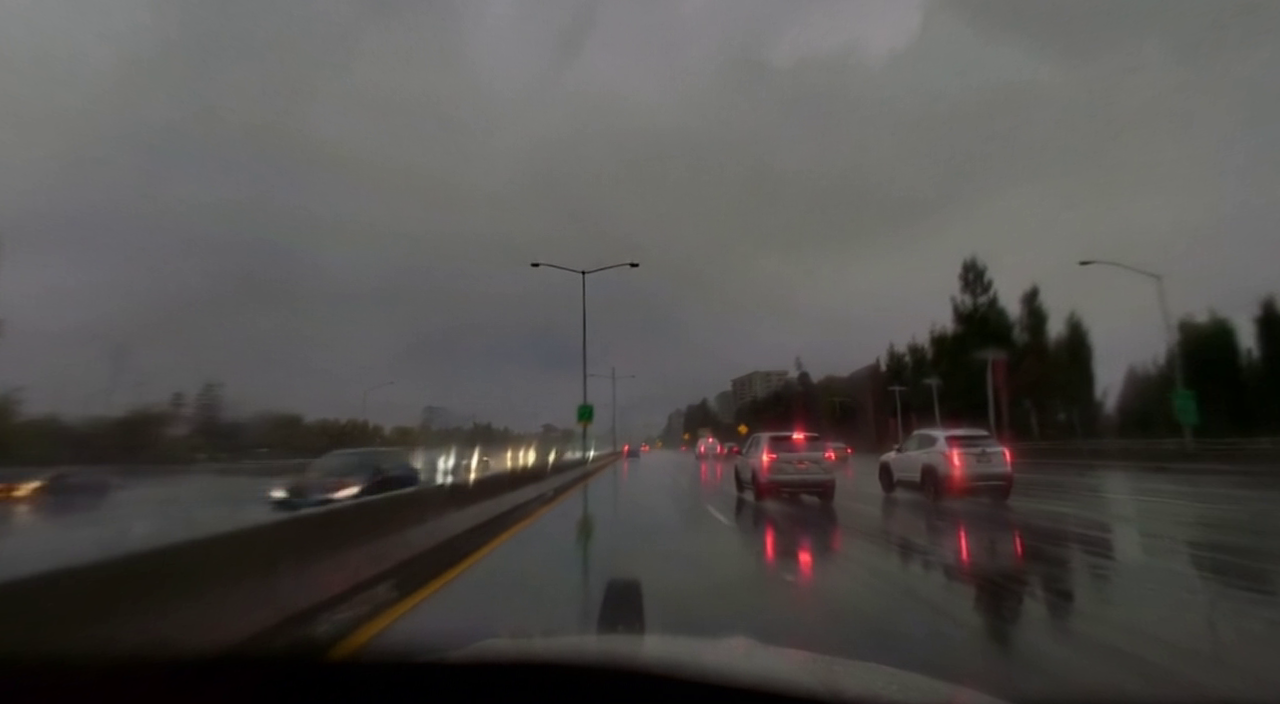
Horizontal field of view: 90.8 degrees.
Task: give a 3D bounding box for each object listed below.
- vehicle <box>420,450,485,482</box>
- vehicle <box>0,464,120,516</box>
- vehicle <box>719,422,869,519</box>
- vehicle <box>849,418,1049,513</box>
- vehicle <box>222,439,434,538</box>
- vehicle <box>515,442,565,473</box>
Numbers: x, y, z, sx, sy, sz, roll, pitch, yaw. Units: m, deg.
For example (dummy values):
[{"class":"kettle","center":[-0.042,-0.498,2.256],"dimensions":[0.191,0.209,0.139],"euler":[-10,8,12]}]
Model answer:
[{"class":"vehicle","center":[-9.457,5.766,32.249],"dimensions":[2.020,1.494,4.353],"euler":[0,-9,0]},{"class":"vehicle","center":[-20.678,4.637,21.529],"dimensions":[1.848,1.472,4.758],"euler":[0,-9,0]},{"class":"vehicle","center":[3.023,2.435,13.474],"dimensions":[2.059,1.711,4.302],"euler":[0,-9,0]},{"class":"vehicle","center":[6.746,2.548,14.609],"dimensions":[2.040,1.801,4.959],"euler":[0,-9,-1]},{"class":"vehicle","center":[-5.690,2.506,12.256],"dimensions":[1.948,1.554,4.122],"euler":[0,-9,1]},{"class":"vehicle","center":[-5.723,6.103,36.688],"dimensions":[2.184,1.638,4.522],"euler":[0,-9,0]}]
